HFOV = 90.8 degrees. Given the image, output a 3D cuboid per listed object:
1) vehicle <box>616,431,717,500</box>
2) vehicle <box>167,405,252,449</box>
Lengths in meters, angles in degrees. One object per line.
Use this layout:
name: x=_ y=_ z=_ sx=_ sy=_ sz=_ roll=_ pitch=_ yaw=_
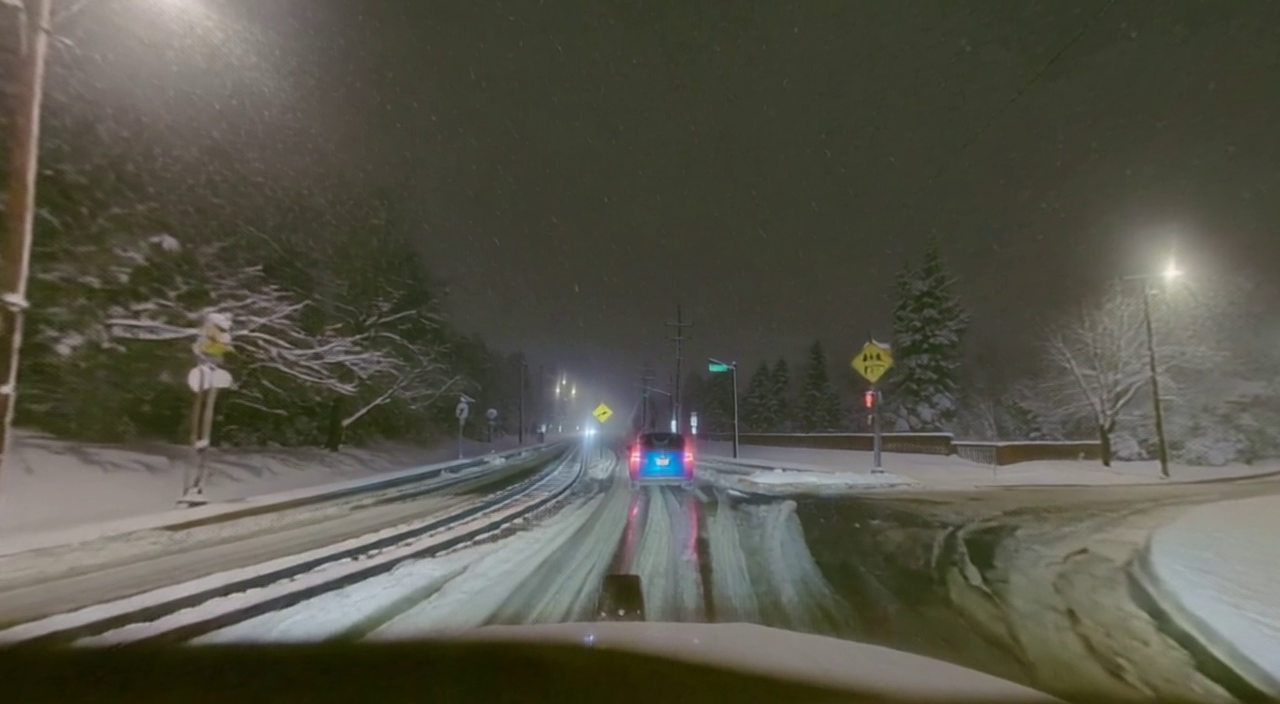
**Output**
vehicle: x=0.575 y=2.885 z=16.582 sx=2.295 sy=1.510 sz=4.364 roll=1 pitch=-8 yaw=-1
vehicle: x=-30.421 y=5.389 z=44.975 sx=2.983 sy=2.816 sz=7.042 roll=3 pitch=-8 yaw=-18
